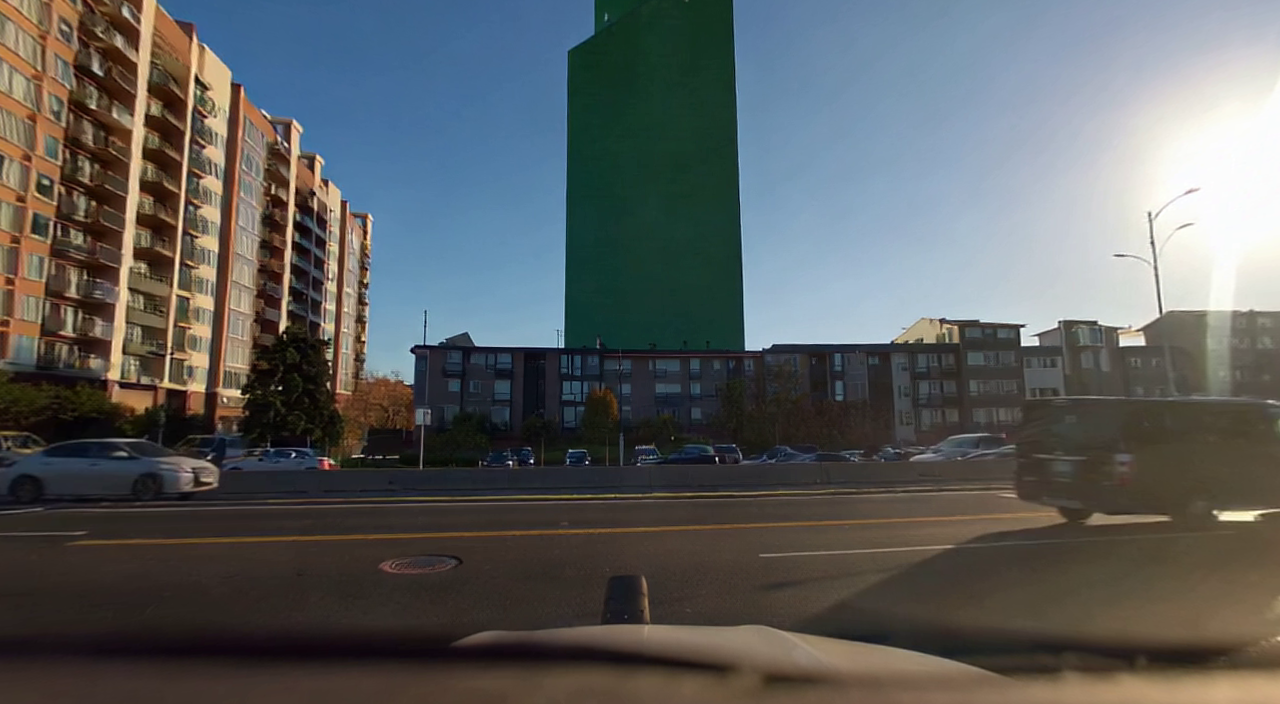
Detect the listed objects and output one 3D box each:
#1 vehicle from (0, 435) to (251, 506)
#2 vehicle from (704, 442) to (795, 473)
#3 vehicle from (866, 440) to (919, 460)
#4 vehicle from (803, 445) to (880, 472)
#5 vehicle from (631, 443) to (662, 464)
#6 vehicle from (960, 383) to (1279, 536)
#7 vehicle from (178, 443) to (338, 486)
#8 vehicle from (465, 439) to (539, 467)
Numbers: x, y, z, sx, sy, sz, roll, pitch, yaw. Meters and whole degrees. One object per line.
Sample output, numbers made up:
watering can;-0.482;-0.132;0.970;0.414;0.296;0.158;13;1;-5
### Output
vehicle;-12.044;2.654;14.441;4.818;1.470;1.989;1;-9;-8
vehicle;6.678;6.474;38.733;5.127;1.803;2.011;1;-9;-9
vehicle;19.808;7.738;49.643;2.133;1.494;4.108;1;-8;-5
vehicle;12.764;6.730;39.960;4.215;1.575;1.884;2;-9;-11
vehicle;0.434;7.580;47.135;1.845;1.509;3.855;1;-9;-6
vehicle;8.236;1.678;10.175;4.885;2.081;2.342;1;-9;-9
vehicle;-13.697;4.035;22.883;4.513;1.451;1.853;1;-9;-8
vehicle;-10.171;7.459;46.568;4.920;1.956;1.865;-2;-9;14
